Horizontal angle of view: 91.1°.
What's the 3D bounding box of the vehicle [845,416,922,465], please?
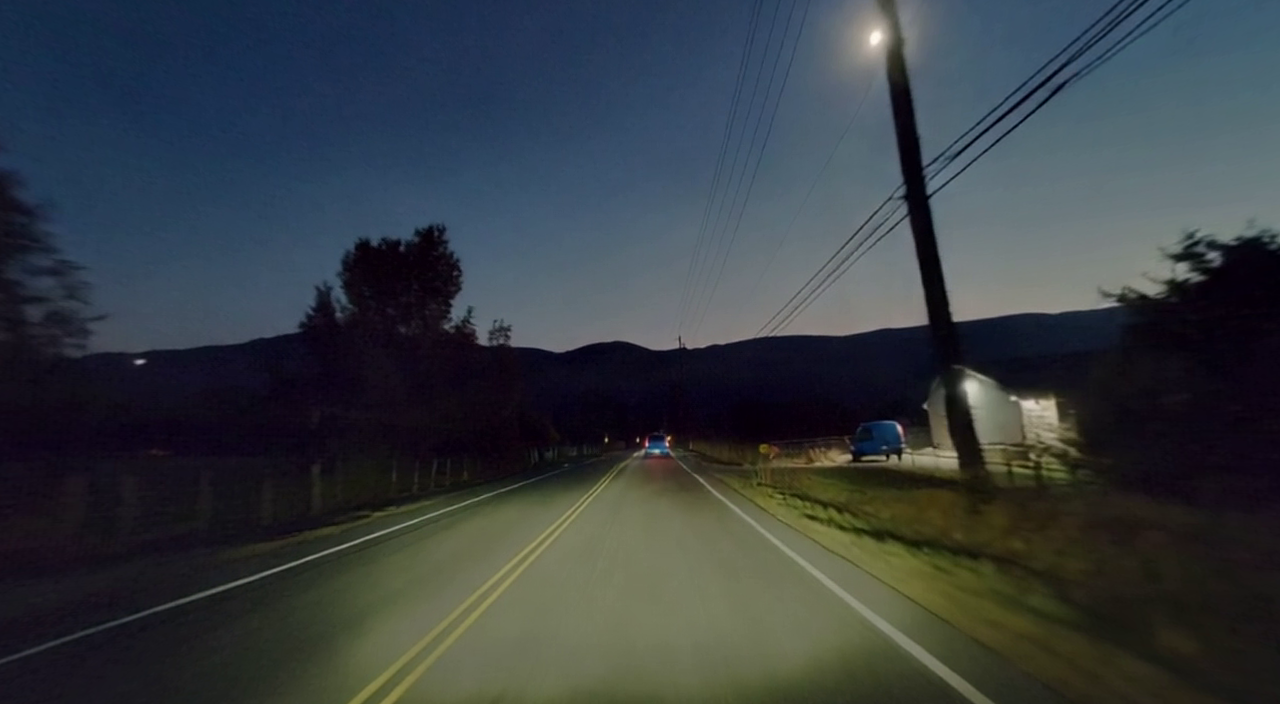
[{"bbox_3d":[10.968,4.018,28.704,2.077,1.919,4.690,-5,-8,7],"label":"vehicle"}]
